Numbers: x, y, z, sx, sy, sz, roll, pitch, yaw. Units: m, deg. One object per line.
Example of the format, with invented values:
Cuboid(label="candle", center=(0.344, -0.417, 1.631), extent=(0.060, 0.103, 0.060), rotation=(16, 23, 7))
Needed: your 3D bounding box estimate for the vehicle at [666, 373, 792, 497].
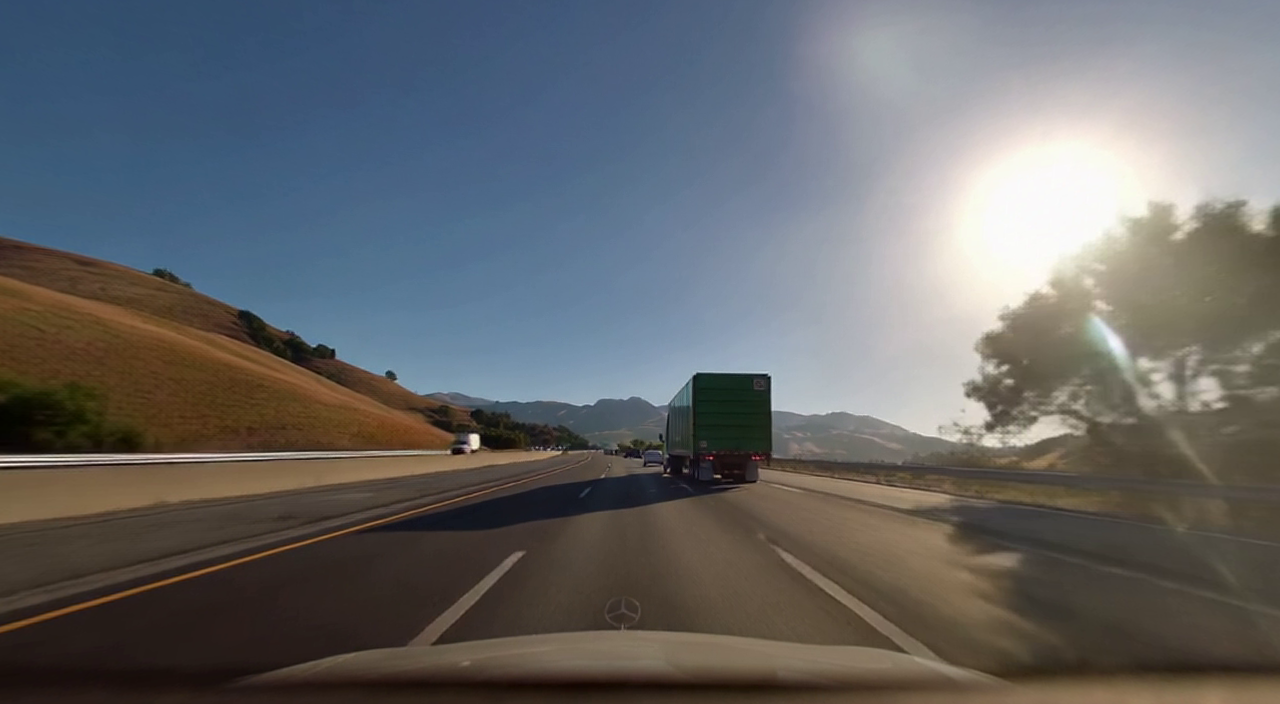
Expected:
Cuboid(label="vehicle", center=(3.334, 4.073, 29.635), extent=(3.462, 4.177, 16.311), rotation=(0, -9, 0))
